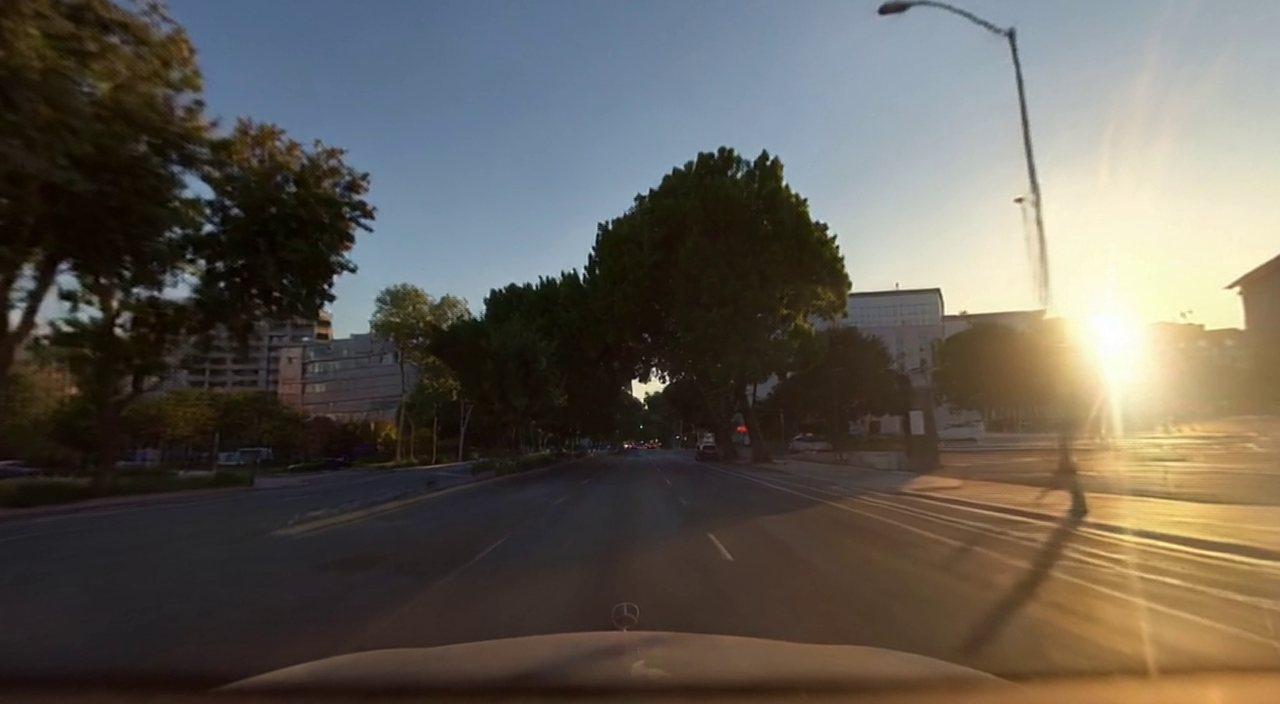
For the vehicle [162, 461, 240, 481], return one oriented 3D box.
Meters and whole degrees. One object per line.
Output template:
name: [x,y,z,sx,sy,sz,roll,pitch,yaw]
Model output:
vehicle: [-32.570,8.810,46.960,4.359,1.405,1.831,0,-8,-1]
